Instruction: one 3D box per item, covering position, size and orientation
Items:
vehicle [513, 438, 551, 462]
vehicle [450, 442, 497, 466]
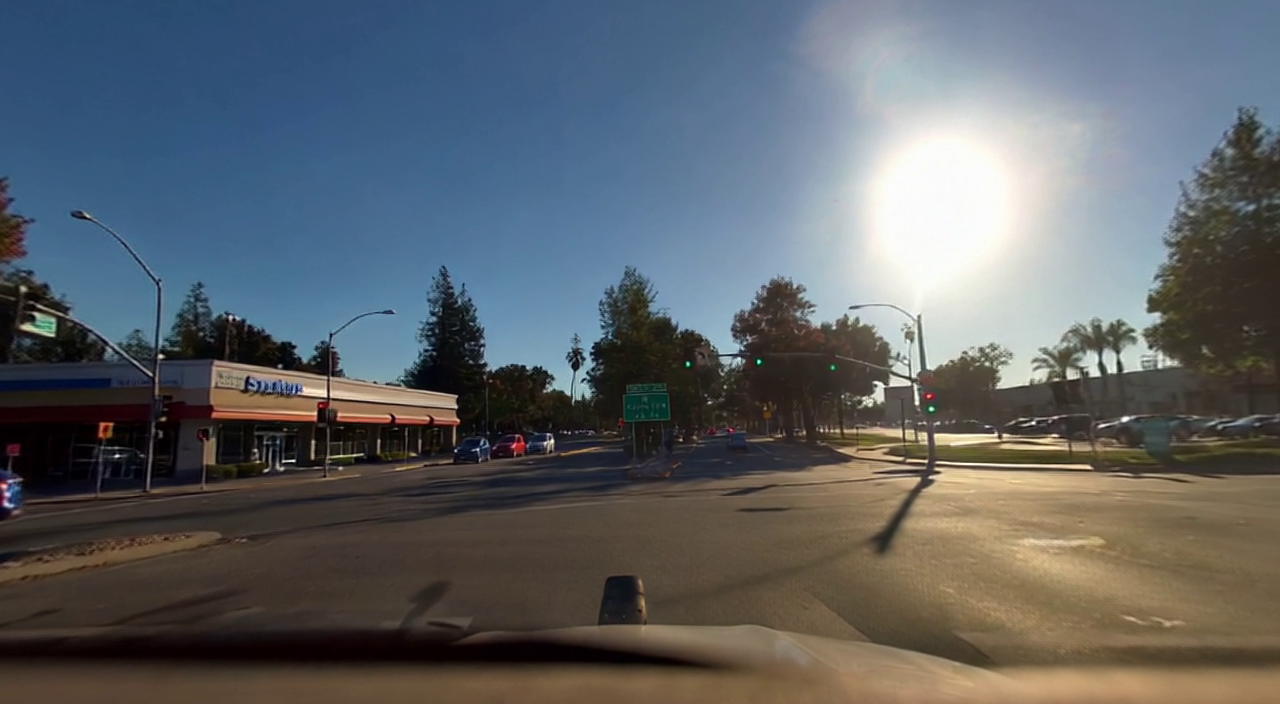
[{"bbox_3d":[-7.307,6.714,43.182,1.920,1.546,4.086,0,-9,-1],"label":"vehicle"},{"bbox_3d":[-11.024,6.783,42.098,2.111,1.499,4.371,0,-9,-2],"label":"vehicle"}]
